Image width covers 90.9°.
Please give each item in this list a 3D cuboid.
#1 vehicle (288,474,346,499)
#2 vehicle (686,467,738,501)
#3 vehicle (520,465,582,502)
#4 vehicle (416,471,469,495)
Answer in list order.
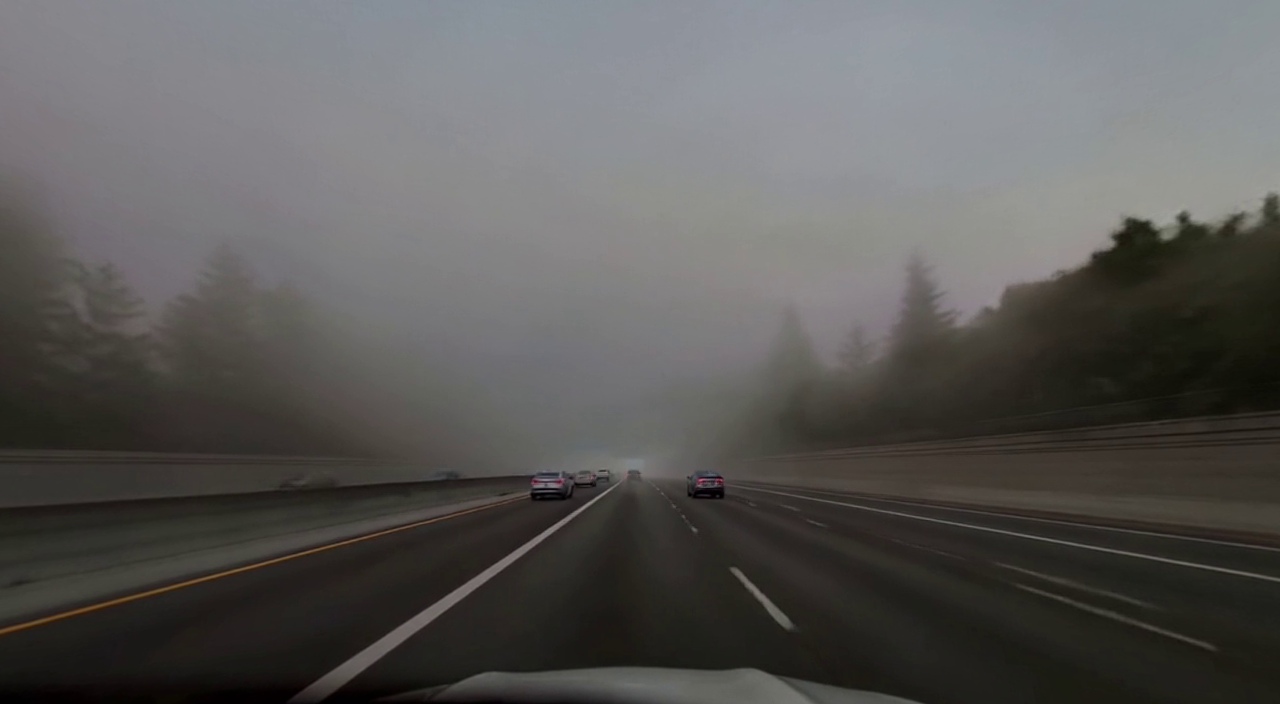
[{"bbox_3d":[-20.615,8.609,40.386,1.698,1.451,3.764,0,-10,0],"label":"vehicle"},{"bbox_3d":[3.427,6.419,30.833,1.981,1.516,4.109,1,-10,-1],"label":"vehicle"},{"bbox_3d":[-3.896,5.872,28.434,2.004,1.468,4.812,0,-10,0],"label":"vehicle"},{"bbox_3d":[-12.760,8.494,41.051,1.913,1.435,4.527,0,-10,1],"label":"vehicle"}]
